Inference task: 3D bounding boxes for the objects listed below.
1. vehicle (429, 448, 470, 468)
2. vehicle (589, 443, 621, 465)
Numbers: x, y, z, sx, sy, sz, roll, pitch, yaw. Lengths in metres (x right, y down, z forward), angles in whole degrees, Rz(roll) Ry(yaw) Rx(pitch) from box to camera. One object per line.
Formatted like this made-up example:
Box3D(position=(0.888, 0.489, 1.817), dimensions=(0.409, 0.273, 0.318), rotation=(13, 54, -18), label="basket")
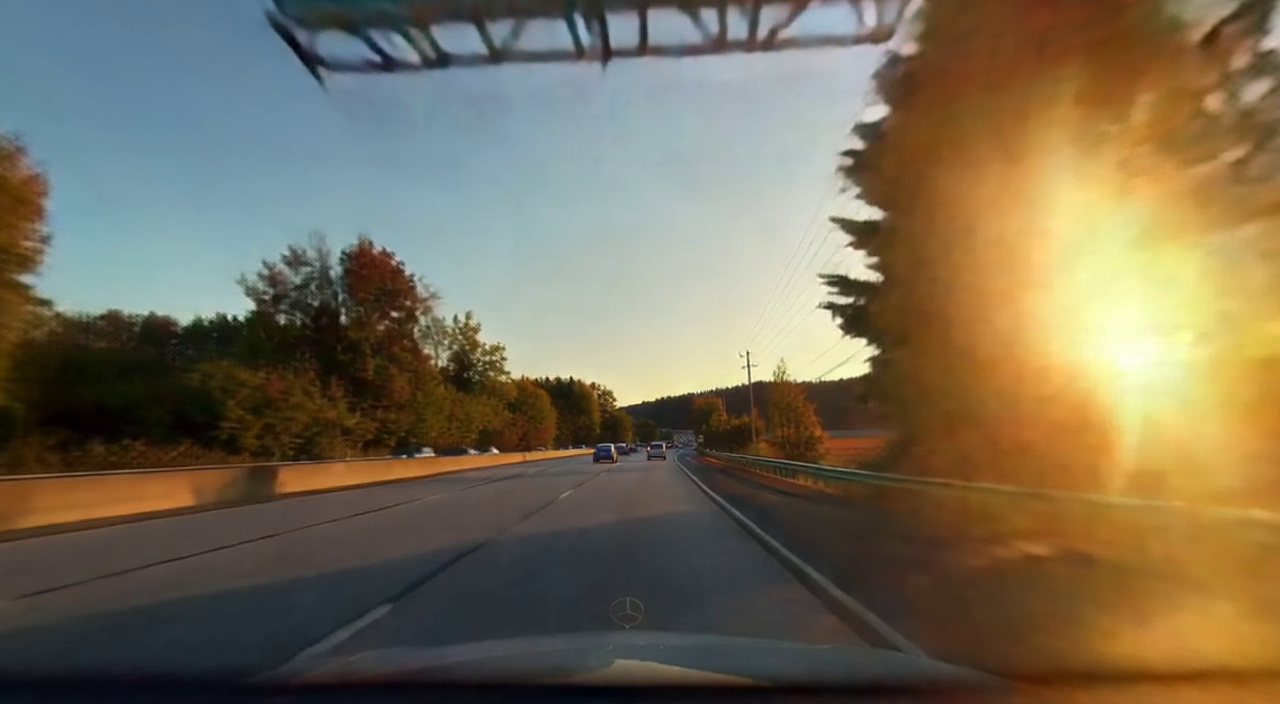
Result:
Box3D(position=(-15.007, 8.339, 49.708), dimensions=(1.893, 1.494, 3.933), rotation=(0, -8, 1), label="vehicle")
Box3D(position=(-2.632, 7.724, 47.883), dimensions=(2.021, 1.515, 4.453), rotation=(0, -8, 2), label="vehicle")
